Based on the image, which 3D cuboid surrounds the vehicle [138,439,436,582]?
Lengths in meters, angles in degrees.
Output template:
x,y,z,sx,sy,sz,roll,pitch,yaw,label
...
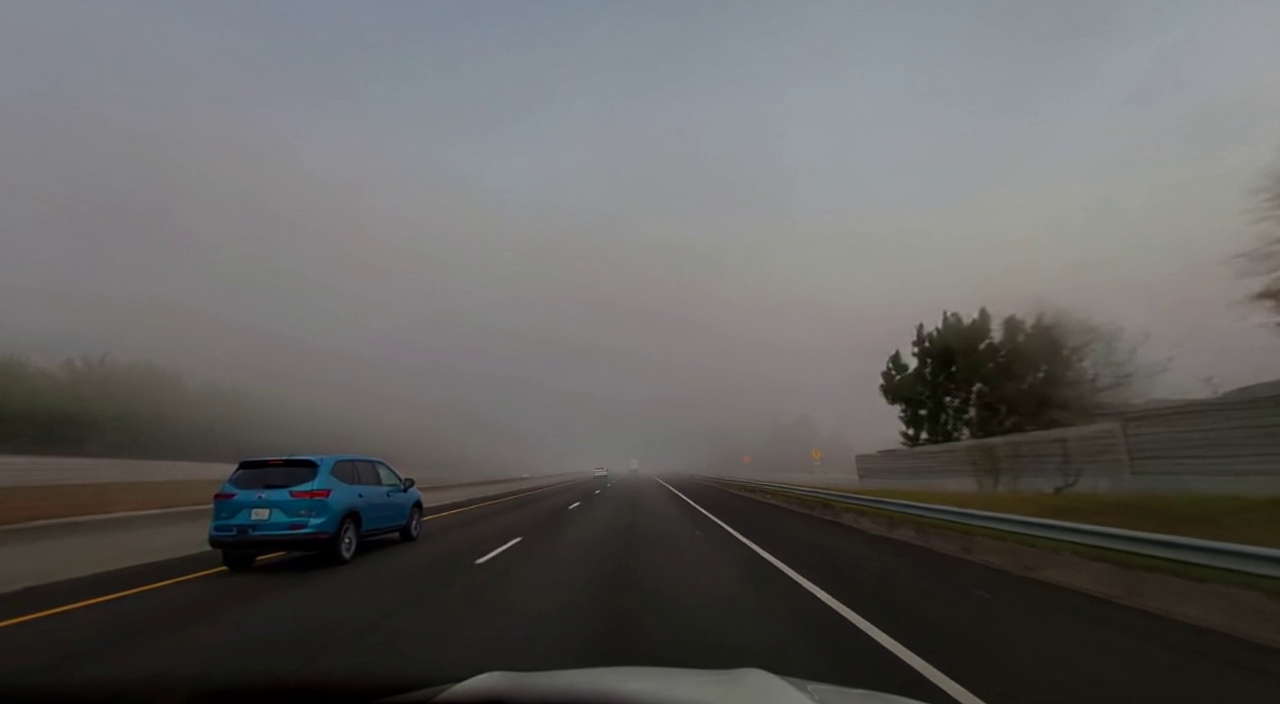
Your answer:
x,y,z,sx,sy,sz,roll,pitch,yaw,label
-4.547,2.120,9.005,1.914,1.534,4.015,1,-10,0,vehicle
